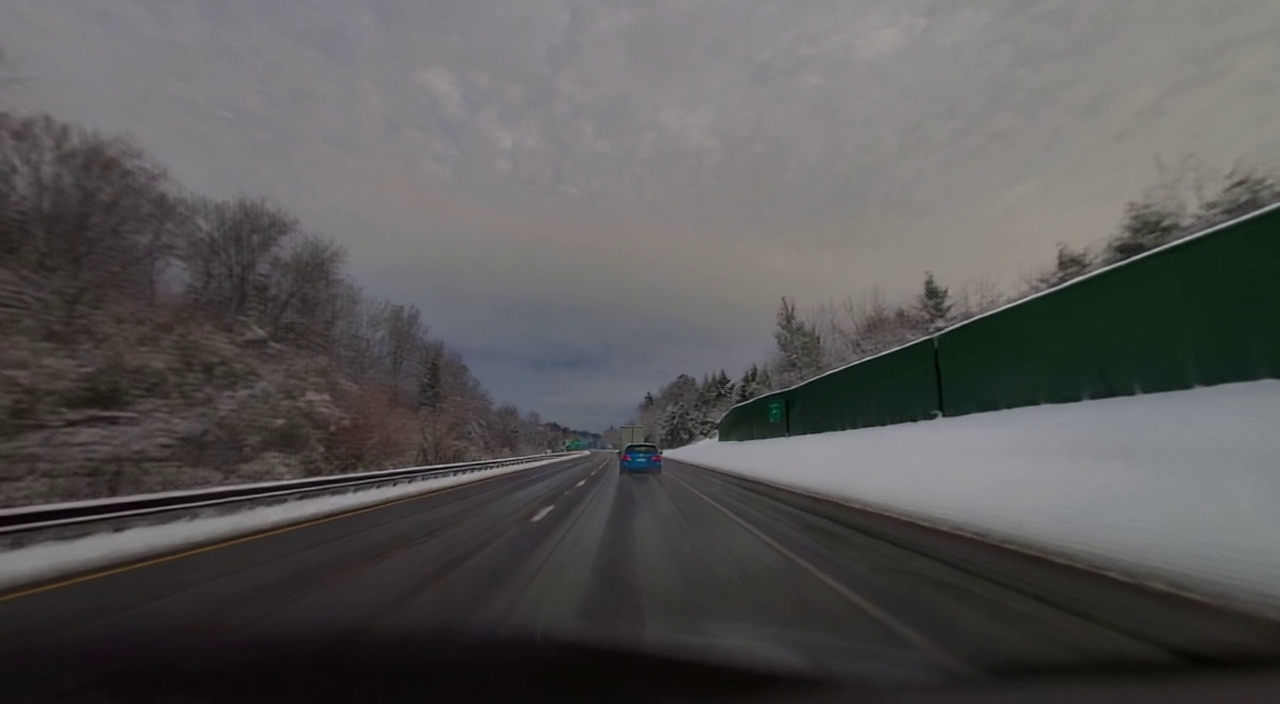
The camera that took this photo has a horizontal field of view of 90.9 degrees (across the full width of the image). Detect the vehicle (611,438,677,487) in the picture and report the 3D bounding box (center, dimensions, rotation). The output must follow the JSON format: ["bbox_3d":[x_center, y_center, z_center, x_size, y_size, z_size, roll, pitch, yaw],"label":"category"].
[{"bbox_3d":[0.080,3.775,21.872,2.057,1.516,4.065,0,-8,-1],"label":"vehicle"}]
